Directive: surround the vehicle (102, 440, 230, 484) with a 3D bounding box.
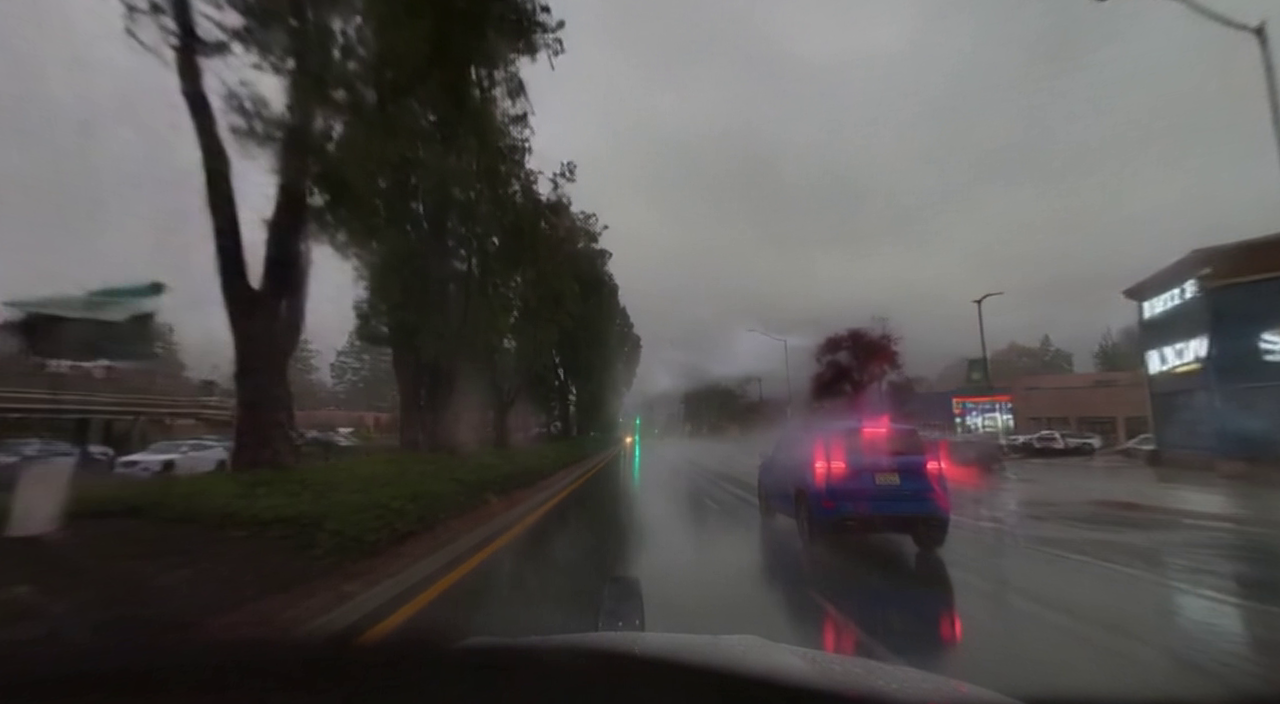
[{"bbox_3d":[-19.378,4.487,26.142,1.988,1.634,4.301,0,-9,-1],"label":"vehicle"}]

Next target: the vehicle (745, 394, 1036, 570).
[{"bbox_3d":[2.951,1.674,8.832,2.130,1.790,4.615,0,-9,-1],"label":"vehicle"}]
